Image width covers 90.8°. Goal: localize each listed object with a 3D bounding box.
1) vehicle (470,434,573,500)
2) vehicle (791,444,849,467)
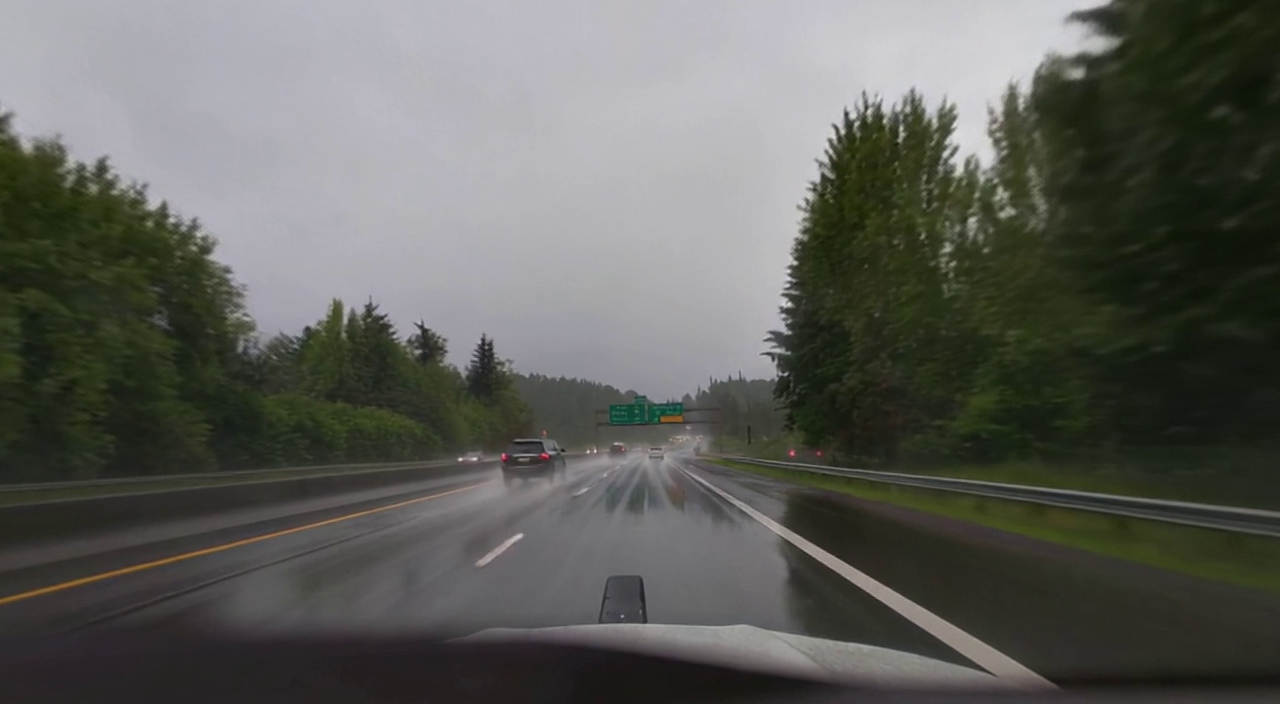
[{"bbox_3d":[-3.200,3.212,18.002,2.037,1.638,4.274,0,-8,1],"label":"vehicle"},{"bbox_3d":[13.590,7.833,47.827,2.021,1.639,4.203,3,-9,-22],"label":"vehicle"}]
